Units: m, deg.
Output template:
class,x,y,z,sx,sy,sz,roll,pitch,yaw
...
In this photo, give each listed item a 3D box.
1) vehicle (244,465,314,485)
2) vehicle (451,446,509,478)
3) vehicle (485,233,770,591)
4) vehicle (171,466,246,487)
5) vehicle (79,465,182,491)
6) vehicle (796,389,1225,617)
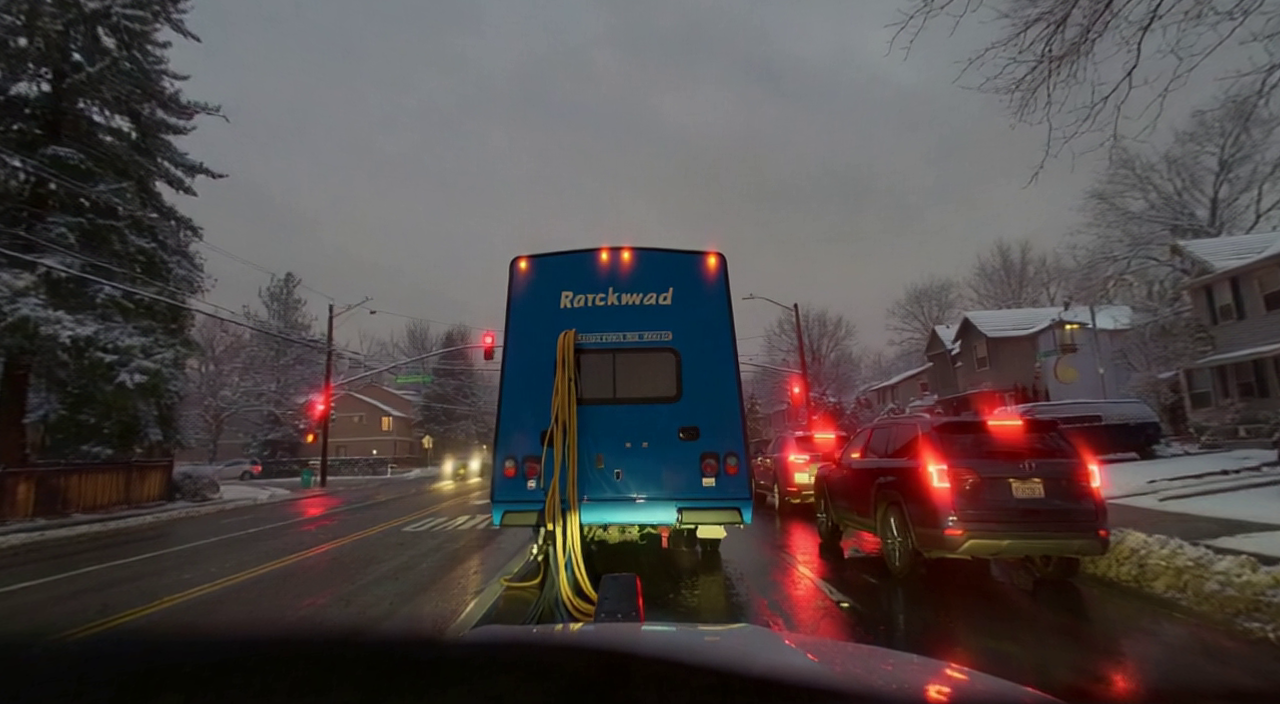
class,x,y,z,sx,sy,sz,roll,pitch,yaw
vehicle,-27.435,9.362,48.125,4.187,1.445,1.809,0,-9,0
vehicle,-9.076,6.273,36.328,2.110,1.713,4.449,0,-9,1
vehicle,-0.117,1.128,10.308,2.709,3.511,8.213,0,-9,0
vehicle,-32.697,9.409,47.957,4.311,1.458,1.707,0,-9,-2
vehicle,-33.442,8.262,41.555,4.954,1.506,2.014,0,-9,-2
vehicle,3.409,1.489,7.136,2.104,1.735,4.408,0,-9,0
